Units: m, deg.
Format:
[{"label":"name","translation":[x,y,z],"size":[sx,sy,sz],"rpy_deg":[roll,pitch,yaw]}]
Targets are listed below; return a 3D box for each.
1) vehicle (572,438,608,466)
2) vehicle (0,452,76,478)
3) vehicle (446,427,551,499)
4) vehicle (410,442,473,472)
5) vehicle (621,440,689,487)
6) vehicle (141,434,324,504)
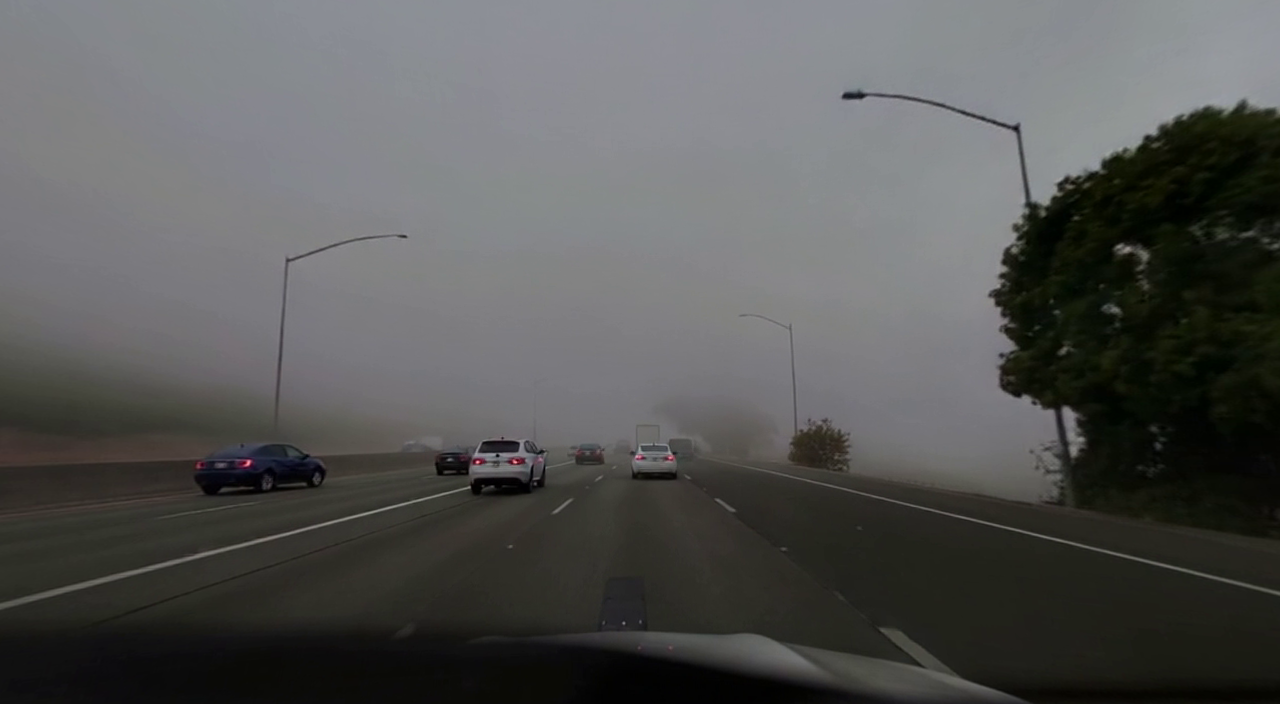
[{"label":"vehicle","translation":[-3.120,6.346,40.074],"size":[1.897,1.646,4.049],"rpy_deg":[0,-8,1]},{"label":"vehicle","translation":[-36.124,6.726,37.645],"size":[1.541,1.414,3.511],"rpy_deg":[0,-8,1]},{"label":"vehicle","translation":[-3.743,3.014,17.524],"size":[1.903,1.721,4.210],"rpy_deg":[0,-8,1]},{"label":"vehicle","translation":[-10.767,5.708,34.582],"size":[1.902,1.478,4.505],"rpy_deg":[0,-8,1]},{"label":"vehicle","translation":[0.463,3.718,21.359],"size":[2.054,1.421,4.090],"rpy_deg":[0,-8,0]},{"label":"vehicle","translation":[-10.593,3.047,16.881],"size":[1.941,1.602,4.277],"rpy_deg":[0,-8,2]}]
